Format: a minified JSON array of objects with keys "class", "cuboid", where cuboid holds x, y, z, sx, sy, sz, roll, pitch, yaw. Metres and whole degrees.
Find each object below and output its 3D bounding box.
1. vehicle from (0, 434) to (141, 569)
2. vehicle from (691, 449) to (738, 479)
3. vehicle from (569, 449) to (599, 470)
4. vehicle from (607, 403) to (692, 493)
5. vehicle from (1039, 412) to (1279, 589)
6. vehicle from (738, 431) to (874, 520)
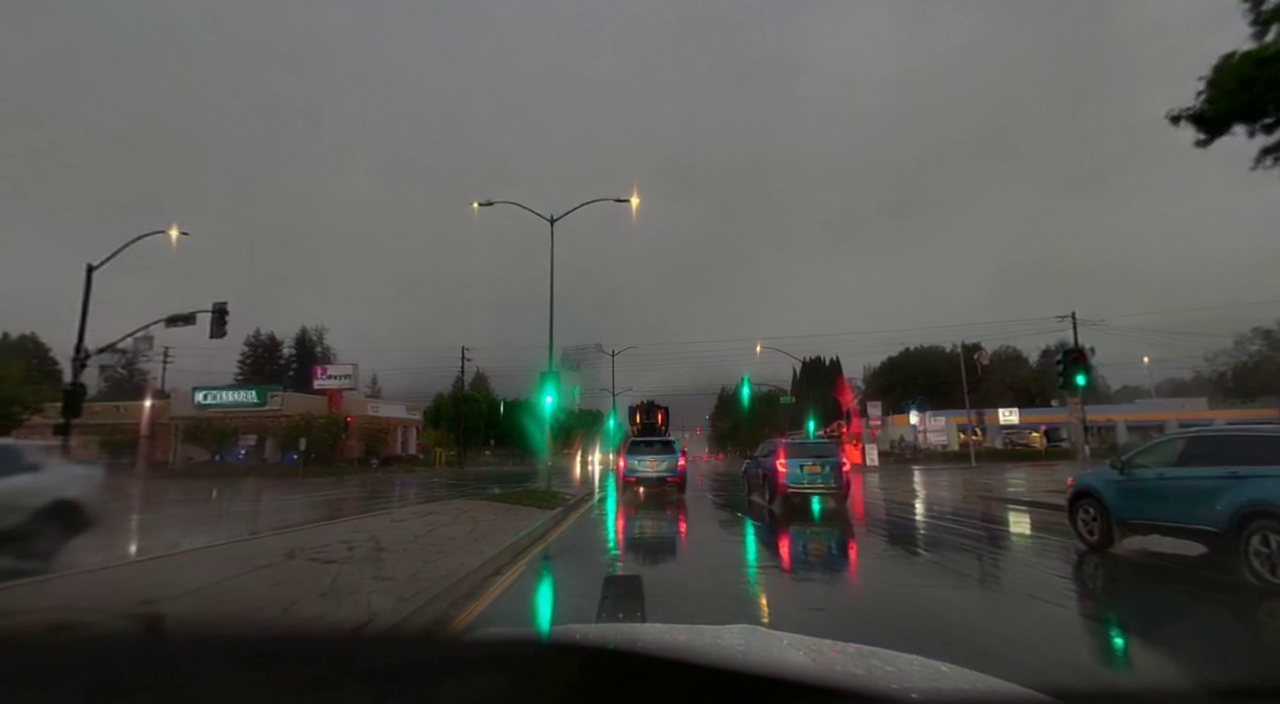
[{"class":"vehicle","cuboid":[-8.476,1.759,7.392,1.889,1.576,4.044,0,-8,0]},{"class":"vehicle","cuboid":[3.996,6.084,34.492,1.967,1.515,4.378,0,-8,-1]},{"class":"vehicle","cuboid":[-4.398,8.461,49.847,2.001,1.518,4.316,0,-8,-1]},{"class":"vehicle","cuboid":[0.287,3.017,20.025,2.370,2.518,3.858,-1,-8,1]},{"class":"vehicle","cuboid":[7.174,1.637,7.429,1.982,1.698,4.408,0,-8,0]},{"class":"vehicle","cuboid":[3.667,2.798,14.835,2.025,1.754,4.311,0,-8,0]}]
